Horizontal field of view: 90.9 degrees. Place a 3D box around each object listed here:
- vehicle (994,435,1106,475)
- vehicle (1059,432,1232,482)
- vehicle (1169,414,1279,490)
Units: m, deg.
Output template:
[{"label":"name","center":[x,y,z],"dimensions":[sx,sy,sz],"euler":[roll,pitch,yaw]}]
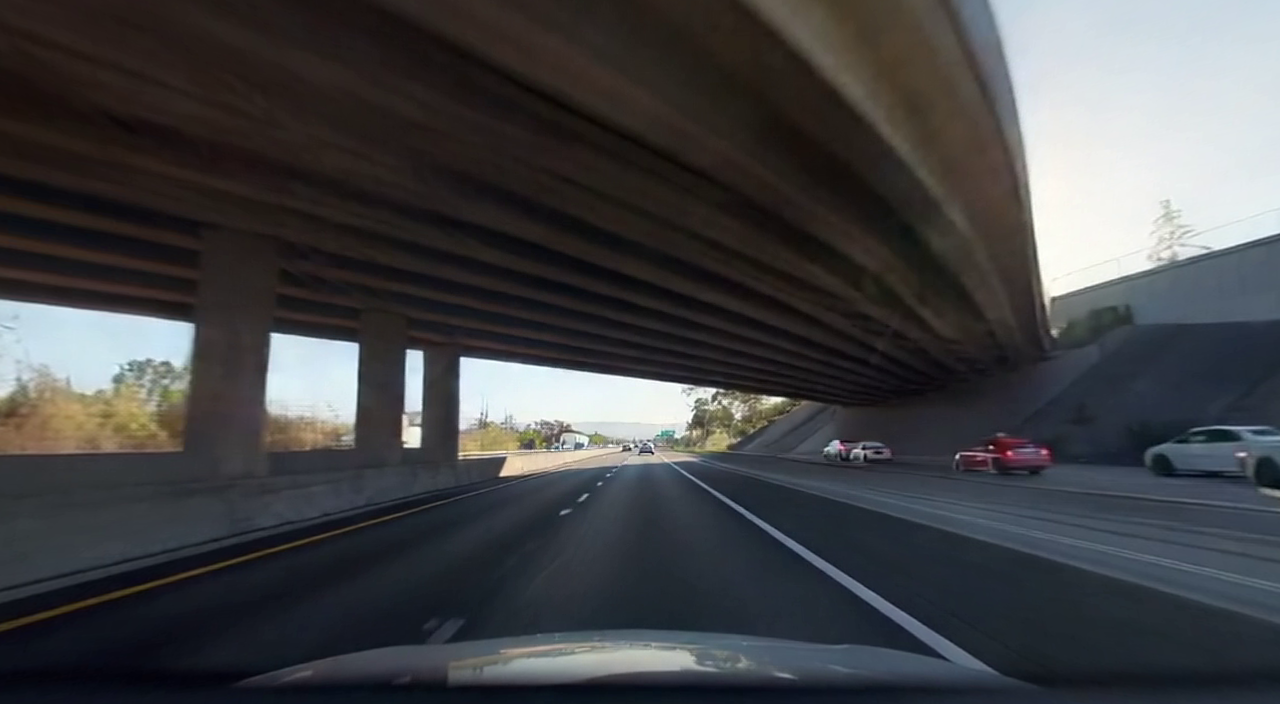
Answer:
[{"label":"vehicle","center":[29.083,7.337,45.277],"dimensions":[3.048,2.634,7.590],"euler":[-1,-8,1]},{"label":"vehicle","center":[28.754,6.040,36.605],"dimensions":[2.981,2.531,8.487],"euler":[0,-9,0]},{"label":"vehicle","center":[28.597,4.702,29.844],"dimensions":[2.644,3.246,4.908],"euler":[-1,-9,2]}]
